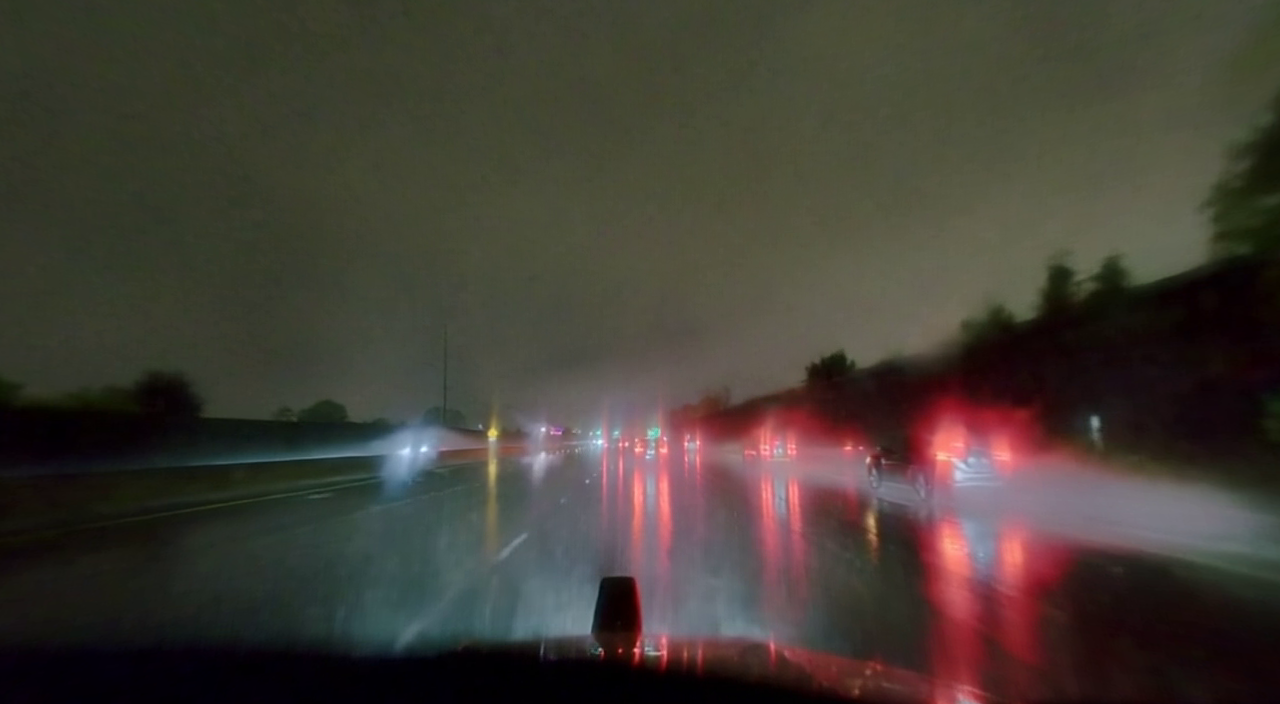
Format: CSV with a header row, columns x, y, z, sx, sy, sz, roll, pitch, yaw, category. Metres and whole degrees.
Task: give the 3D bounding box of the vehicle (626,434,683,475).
x,y,z,sx,sy,sz,roll,pitch,yaw,category
0.479,3.964,24.693,2.046,1.467,3.844,0,-8,-1,vehicle
